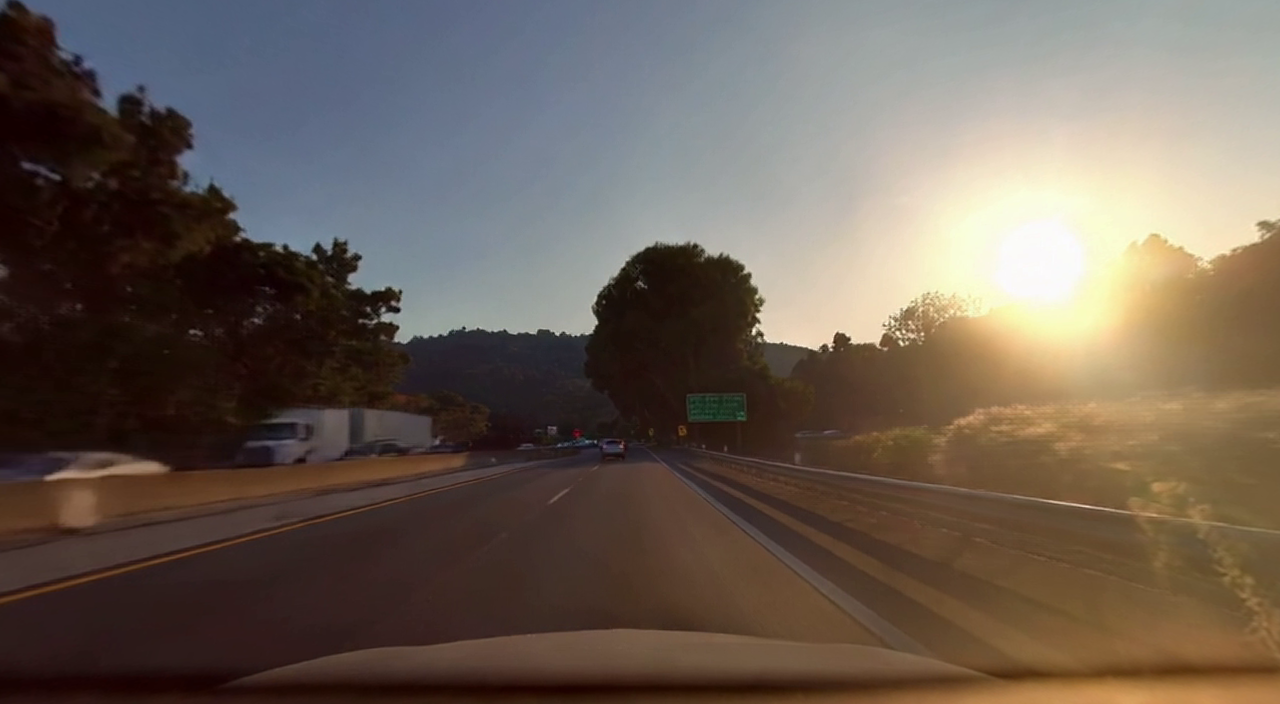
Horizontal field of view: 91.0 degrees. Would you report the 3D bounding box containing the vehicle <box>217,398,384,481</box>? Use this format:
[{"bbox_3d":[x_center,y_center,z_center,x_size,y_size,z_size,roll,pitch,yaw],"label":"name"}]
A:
[{"bbox_3d":[-17.765,4.794,34.324,2.954,3.783,11.120,0,-8,0],"label":"vehicle"}]

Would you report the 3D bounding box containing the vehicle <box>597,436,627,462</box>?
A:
[{"bbox_3d":[-2.091,7.269,47.469,2.188,1.825,4.282,0,-8,-2],"label":"vehicle"}]

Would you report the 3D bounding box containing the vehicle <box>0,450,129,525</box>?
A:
[{"bbox_3d":[-14.000,2.910,13.697,1.943,1.482,4.627,0,-8,-1],"label":"vehicle"}]

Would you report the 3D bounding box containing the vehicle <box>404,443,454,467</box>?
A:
[{"bbox_3d":[-14.060,6.867,42.132,1.863,1.472,4.334,0,-8,0],"label":"vehicle"}]
